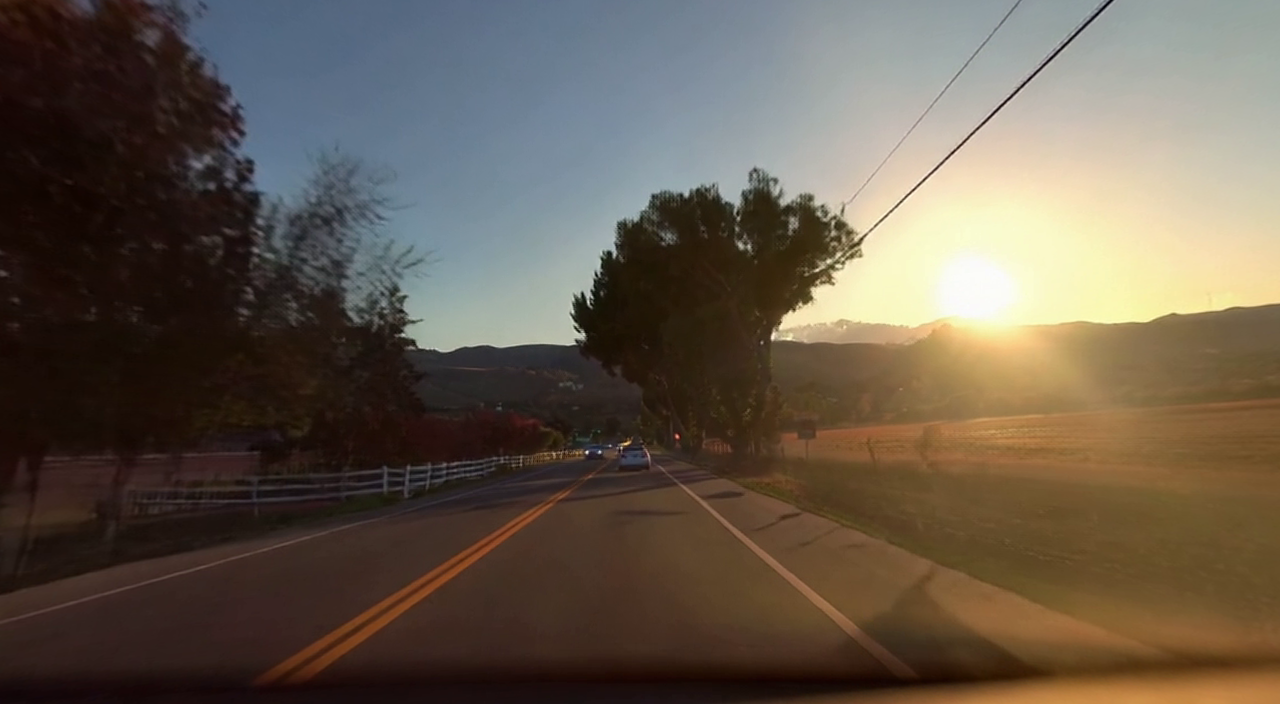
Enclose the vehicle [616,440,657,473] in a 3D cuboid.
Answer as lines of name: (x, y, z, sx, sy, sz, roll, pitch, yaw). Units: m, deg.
vehicle: (-0.195, 5.803, 35.310, 2.158, 1.669, 4.006, 0, -8, -1)
